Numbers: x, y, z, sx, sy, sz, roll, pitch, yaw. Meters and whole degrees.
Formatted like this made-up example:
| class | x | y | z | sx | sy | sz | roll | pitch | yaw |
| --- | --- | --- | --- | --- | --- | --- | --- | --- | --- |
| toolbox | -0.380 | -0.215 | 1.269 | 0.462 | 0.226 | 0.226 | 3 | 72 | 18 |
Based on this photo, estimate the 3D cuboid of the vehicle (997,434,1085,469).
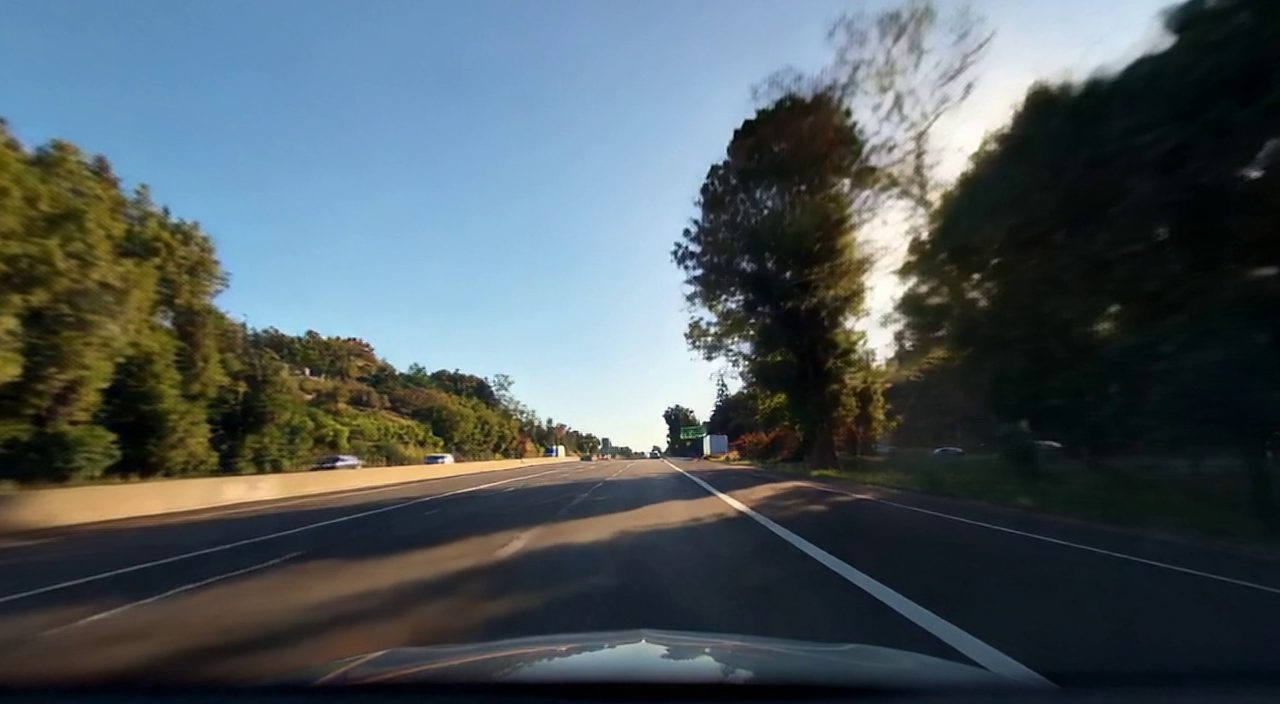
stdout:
| class | x | y | z | sx | sy | sz | roll | pitch | yaw |
| --- | --- | --- | --- | --- | --- | --- | --- | --- | --- |
| vehicle | 22.292 | 5.566 | 35.214 | 2.038 | 1.823 | 3.744 | 1 | -9 | -8 |

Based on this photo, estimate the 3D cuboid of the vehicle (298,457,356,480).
| class | x | y | z | sx | sy | sz | roll | pitch | yaw |
| --- | --- | --- | --- | --- | --- | --- | --- | --- | --- |
| vehicle | -23.825 | 8.873 | 48.147 | 1.961 | 1.576 | 4.648 | 0 | -9 | 2 |
